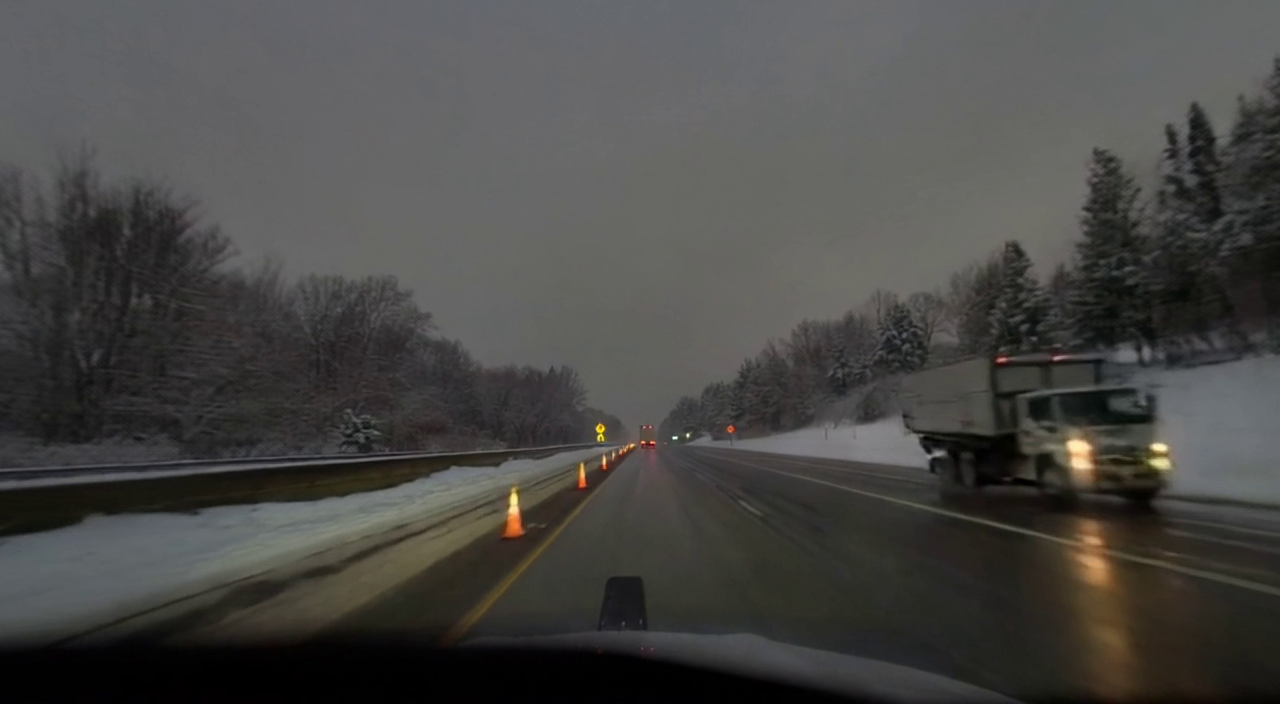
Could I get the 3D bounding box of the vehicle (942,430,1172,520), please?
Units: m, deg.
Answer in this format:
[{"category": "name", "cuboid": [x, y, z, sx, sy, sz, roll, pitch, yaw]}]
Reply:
[{"category": "vehicle", "cuboid": [8.365, 2.474, 13.116, 2.611, 1.607, 3.179, 0, -8, 2]}]
